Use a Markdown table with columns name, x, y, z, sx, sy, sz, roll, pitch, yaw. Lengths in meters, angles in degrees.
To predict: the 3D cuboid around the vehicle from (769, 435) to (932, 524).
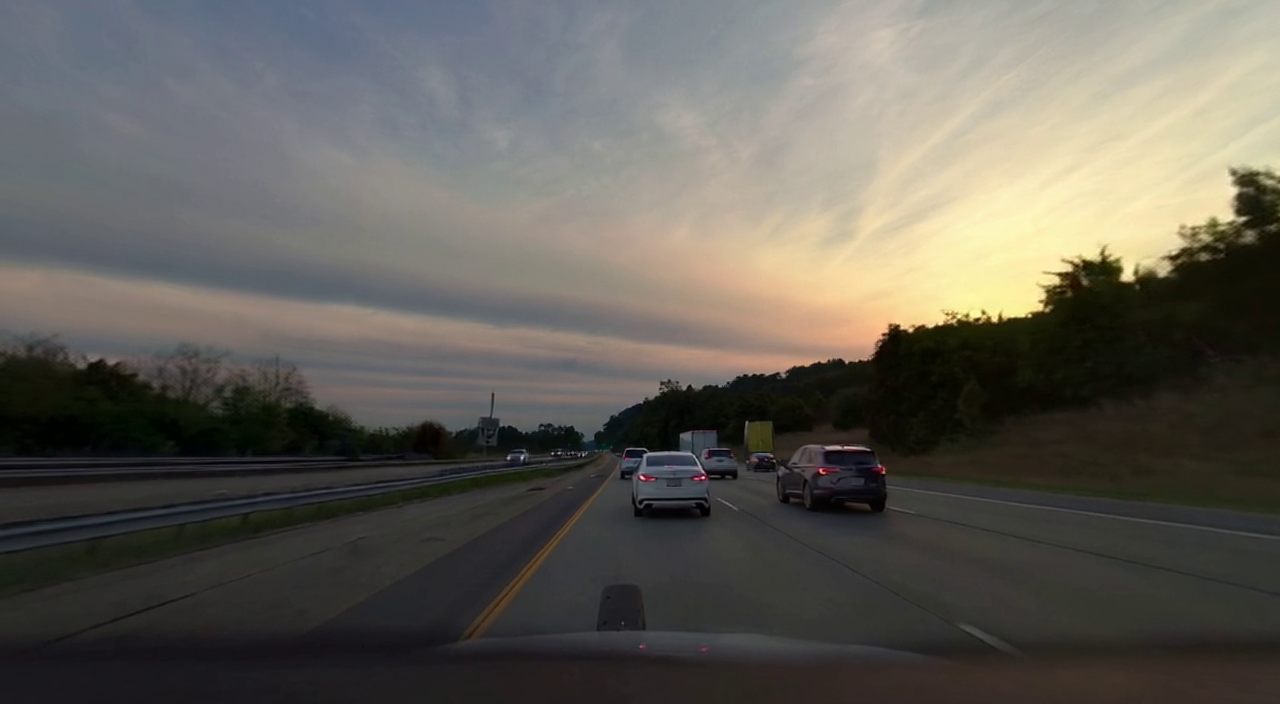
| name | x | y | z | sx | sy | sz | roll | pitch | yaw |
| --- | --- | --- | --- | --- | --- | --- | --- | --- | --- |
| vehicle | 4.478 | 2.782 | 14.327 | 1.998 | 1.657 | 4.604 | 0 | -9 | -1 |

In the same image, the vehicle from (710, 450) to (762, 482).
| name | x | y | z | sx | sy | sz | roll | pitch | yaw |
| --- | --- | --- | --- | --- | --- | --- | --- | --- | --- |
| vehicle | 4.868 | 5.825 | 32.517 | 1.908 | 1.500 | 4.157 | 0 | -9 | -2 |

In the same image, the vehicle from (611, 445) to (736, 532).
| name | x | y | z | sx | sy | sz | roll | pitch | yaw |
| --- | --- | --- | --- | --- | --- | --- | --- | --- | --- |
| vehicle | 0.530 | 2.596 | 12.499 | 2.094 | 1.426 | 3.725 | 0 | -9 | -1 |

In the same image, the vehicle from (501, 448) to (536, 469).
| name | x | y | z | sx | sy | sz | roll | pitch | yaw |
| --- | --- | --- | --- | --- | --- | --- | --- | --- | --- |
| vehicle | -9.244 | 8.121 | 48.198 | 1.941 | 1.483 | 4.061 | 0 | -9 | 0 |
